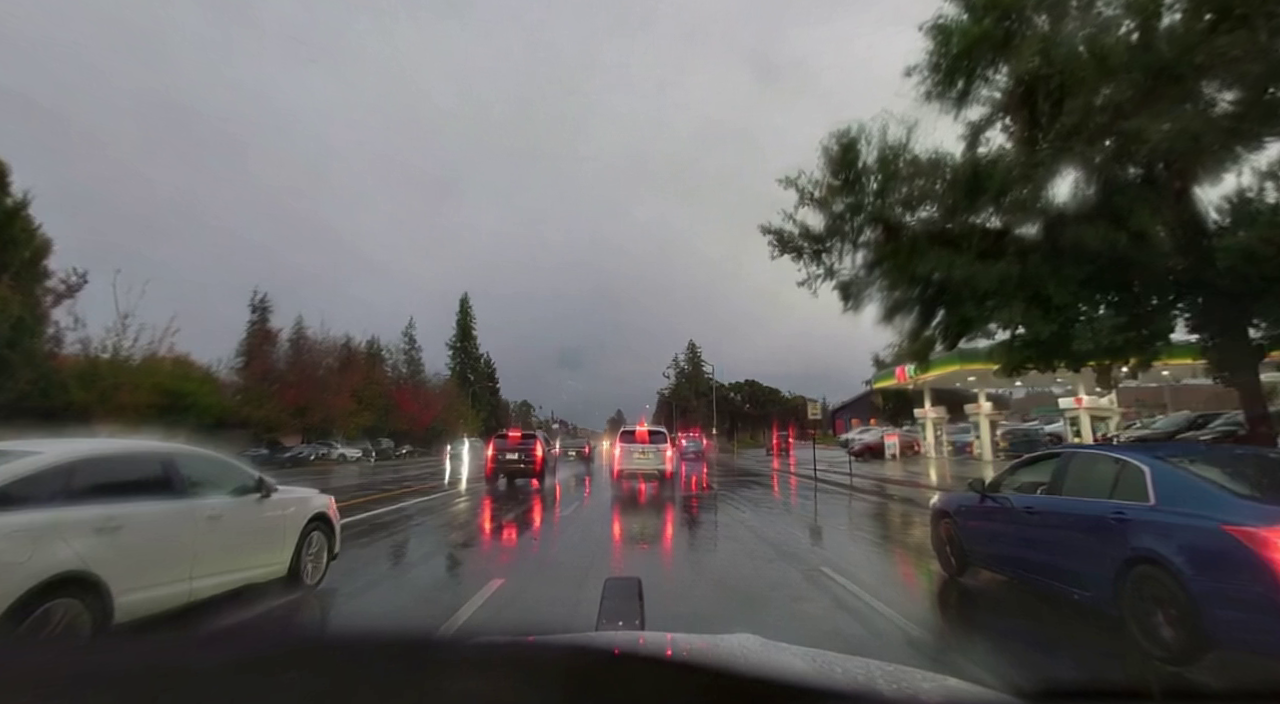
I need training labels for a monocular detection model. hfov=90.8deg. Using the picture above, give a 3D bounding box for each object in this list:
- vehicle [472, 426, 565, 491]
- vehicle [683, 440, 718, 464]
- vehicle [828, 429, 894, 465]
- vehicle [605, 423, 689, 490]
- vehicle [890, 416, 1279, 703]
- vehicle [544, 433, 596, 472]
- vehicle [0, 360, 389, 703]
[{"bbox_3d":[-3.462,3.122,18.837,1.932,1.695,4.150,0,-8,0],"label":"vehicle"},{"bbox_3d":[4.089,6.844,43.463,1.926,1.522,3.852,0,-8,-1],"label":"vehicle"},{"bbox_3d":[11.847,5.145,34.219,1.918,1.765,4.668,0,-8,0],"label":"vehicle"},{"bbox_3d":[0.169,3.163,19.396,2.279,1.803,4.254,0,-8,0],"label":"vehicle"},{"bbox_3d":[3.944,1.353,5.177,1.888,1.456,4.589,0,-8,0],"label":"vehicle"},{"bbox_3d":[-3.160,4.620,29.241,1.871,1.673,3.920,0,-8,1],"label":"vehicle"},{"bbox_3d":[-3.450,1.088,4.236,1.864,1.574,4.031,0,-8,0],"label":"vehicle"}]
